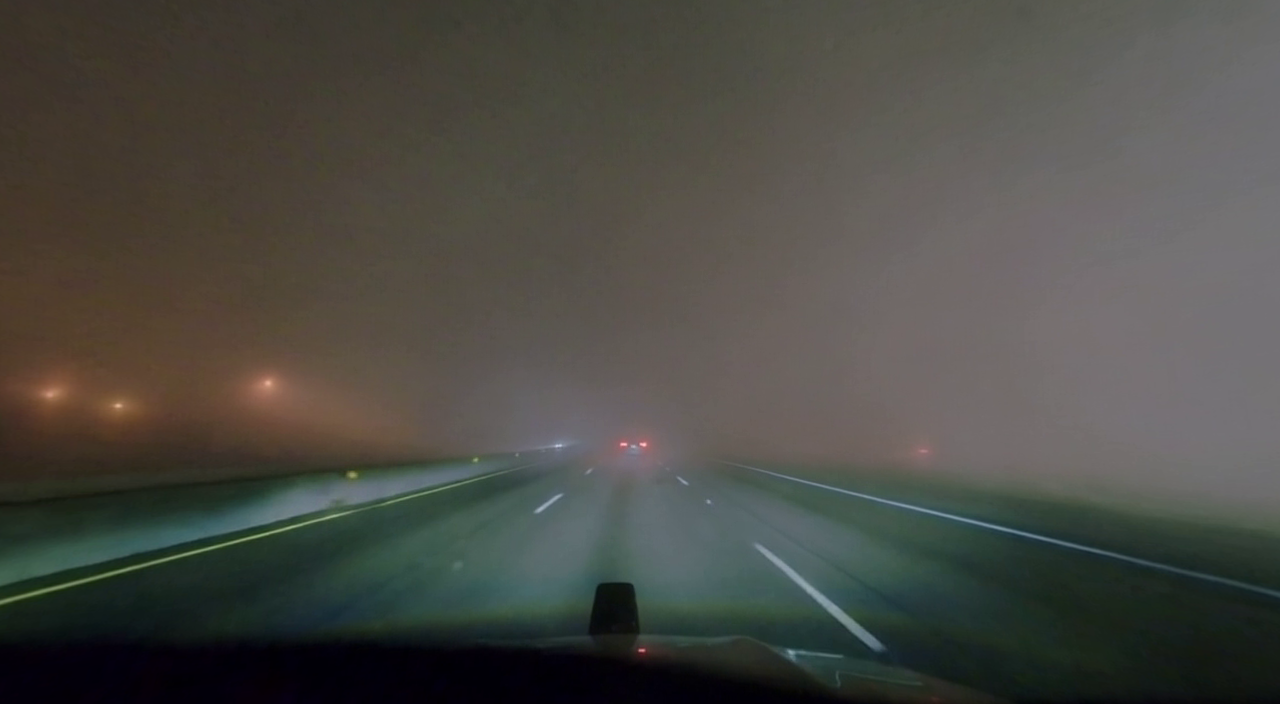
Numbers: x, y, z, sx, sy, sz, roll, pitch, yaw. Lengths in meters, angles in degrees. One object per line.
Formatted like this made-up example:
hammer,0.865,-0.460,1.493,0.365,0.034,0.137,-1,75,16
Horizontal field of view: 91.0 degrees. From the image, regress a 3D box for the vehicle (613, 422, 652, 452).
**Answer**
vehicle,-0.529,5.238,38.660,2.157,1.647,4.524,0,-8,-3
